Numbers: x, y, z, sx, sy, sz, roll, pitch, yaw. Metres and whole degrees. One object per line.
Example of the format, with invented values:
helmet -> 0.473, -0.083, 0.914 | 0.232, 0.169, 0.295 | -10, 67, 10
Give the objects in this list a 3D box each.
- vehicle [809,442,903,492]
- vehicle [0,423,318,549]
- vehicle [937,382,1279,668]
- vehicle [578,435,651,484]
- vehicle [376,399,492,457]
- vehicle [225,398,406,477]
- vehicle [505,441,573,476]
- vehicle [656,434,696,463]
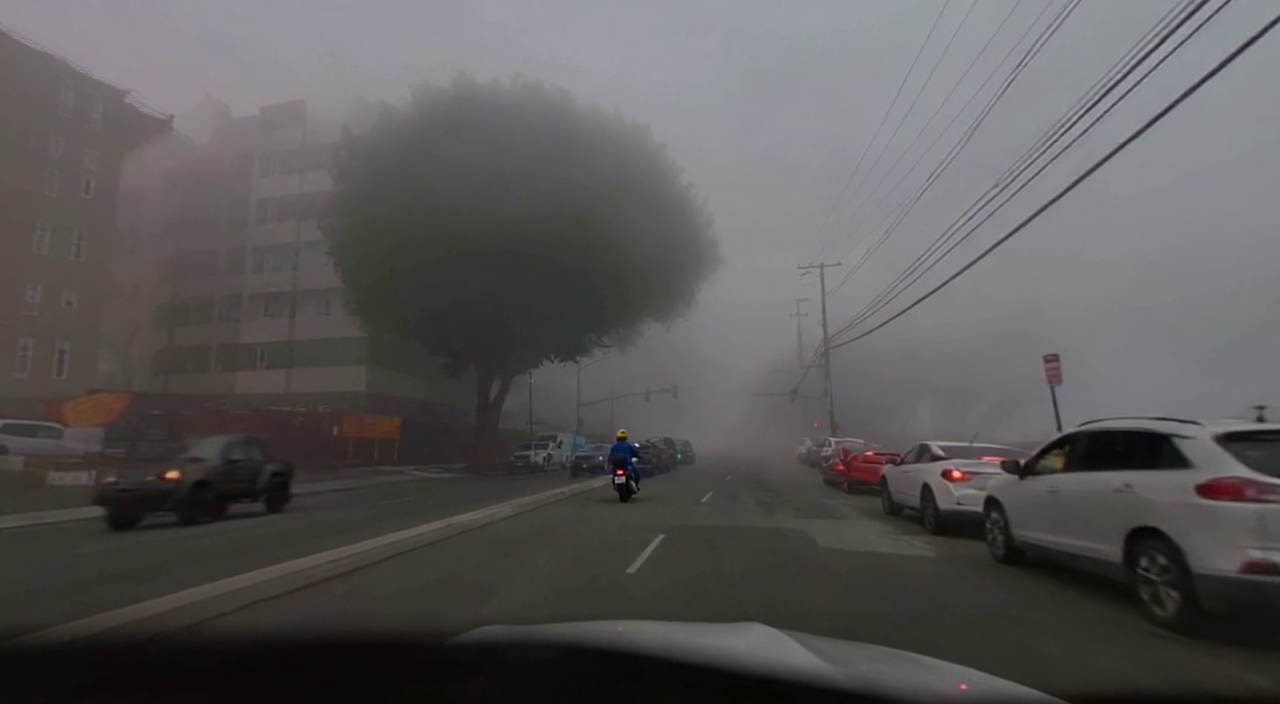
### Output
vehicle -> 6.987, 3.720, 20.925 | 1.973, 1.457, 4.522 | -1, -8, 7
vehicle -> -8.209, 2.254, 11.431 | 2.053, 1.771, 4.684 | 0, -8, 3
vehicle -> 5.360, 1.477, 6.637 | 2.387, 1.820, 5.286 | -1, -8, 6
vehicle -> -0.805, 3.852, 23.011 | 1.925, 1.602, 4.090 | -1, -8, 8
vehicle -> -13.080, 5.107, 41.399 | 2.996, 3.170, 10.153 | -4, -9, 8
vehicle -> -14.763, 4.101, 30.016 | 2.990, 3.144, 9.080 | -1, -8, 6
vehicle -> -4.697, 5.046, 30.157 | 2.105, 1.509, 4.753 | -1, -9, 4
vehicle -> 2.625, 6.828, 44.757 | 2.295, 1.929, 5.498 | -1, -8, 9
